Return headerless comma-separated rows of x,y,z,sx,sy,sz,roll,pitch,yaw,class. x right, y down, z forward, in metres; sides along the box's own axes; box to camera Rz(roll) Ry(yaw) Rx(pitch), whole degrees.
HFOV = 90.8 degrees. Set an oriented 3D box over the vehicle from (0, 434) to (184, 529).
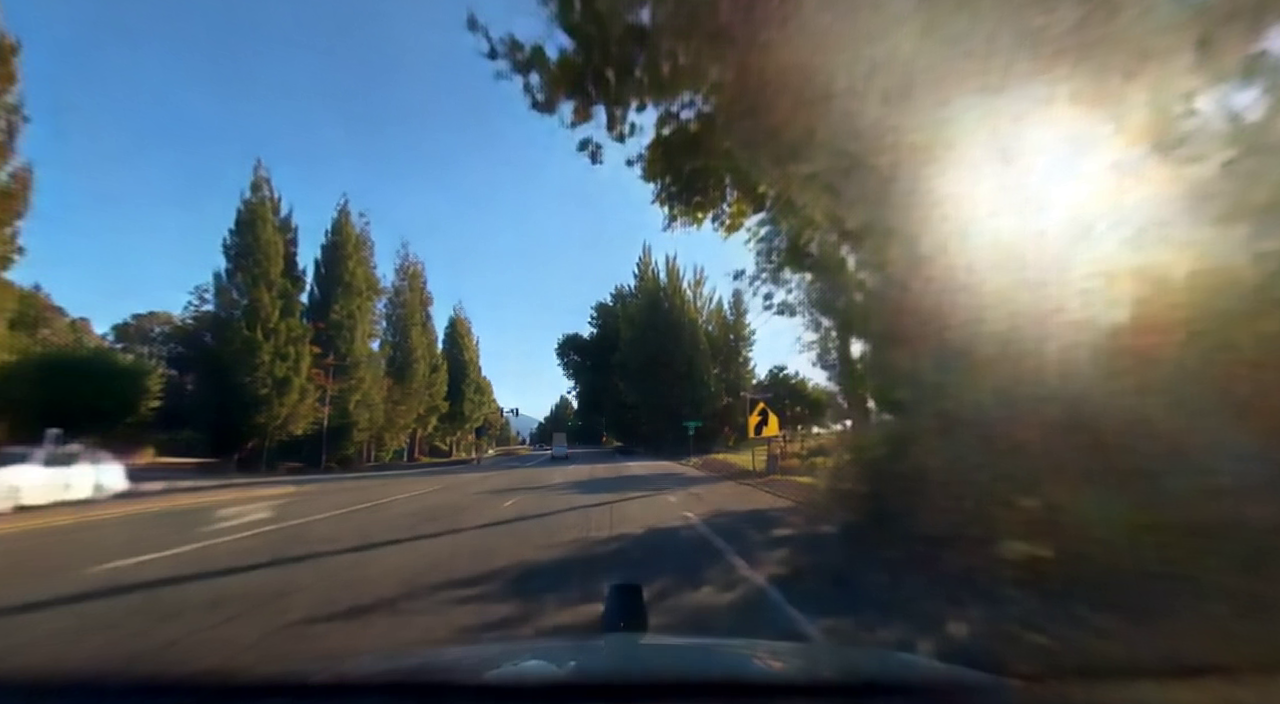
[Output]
-13.786,2.914,14.802,2.277,1.857,5.330,0,-9,-1,vehicle
